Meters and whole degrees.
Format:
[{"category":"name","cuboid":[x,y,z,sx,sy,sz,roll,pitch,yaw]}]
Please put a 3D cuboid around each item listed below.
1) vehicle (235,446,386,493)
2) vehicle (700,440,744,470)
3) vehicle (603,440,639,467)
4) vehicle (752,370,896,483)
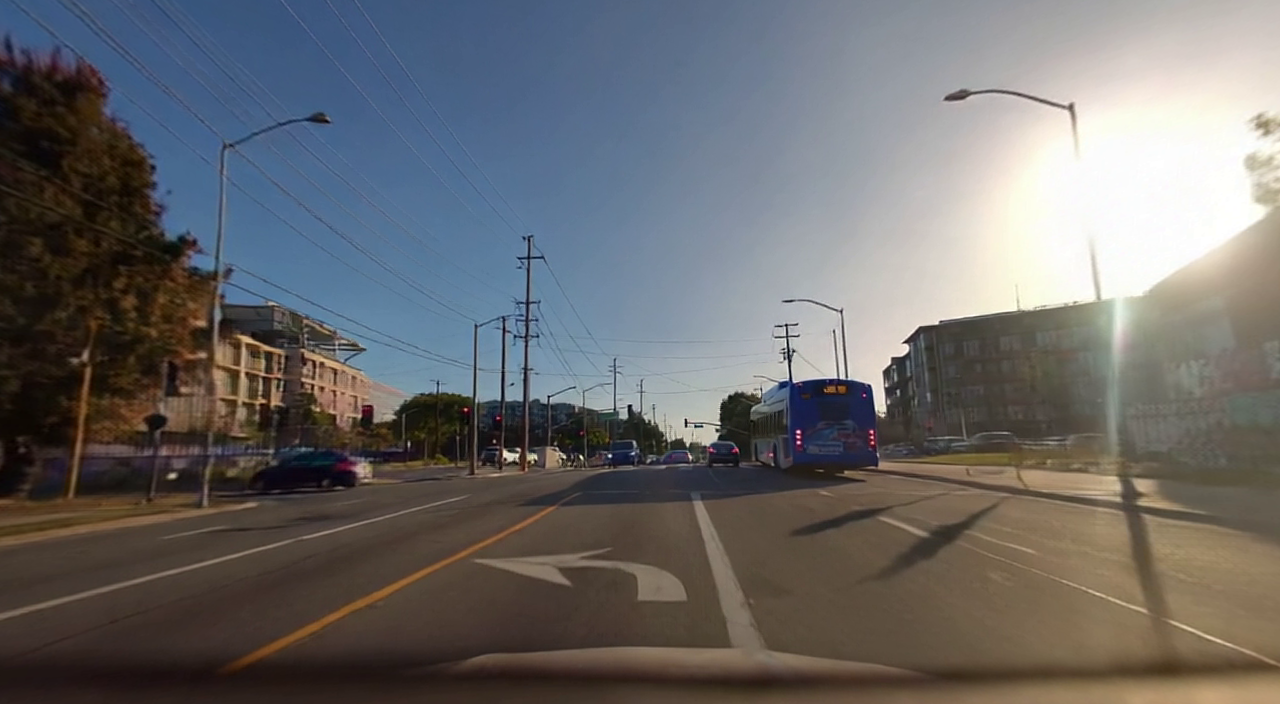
[{"category":"vehicle","cuboid":[-11.759,4.175,22.681,4.420,1.544,2.018,-2,-9,11]},{"category":"vehicle","cuboid":[4.267,5.393,33.322,1.961,1.470,4.196,-1,-8,3]},{"category":"vehicle","cuboid":[-1.271,7.100,44.339,2.015,1.818,4.061,-1,-8,6]},{"category":"vehicle","cuboid":[6.772,3.214,25.820,3.045,3.447,12.604,-1,-8,5]}]
